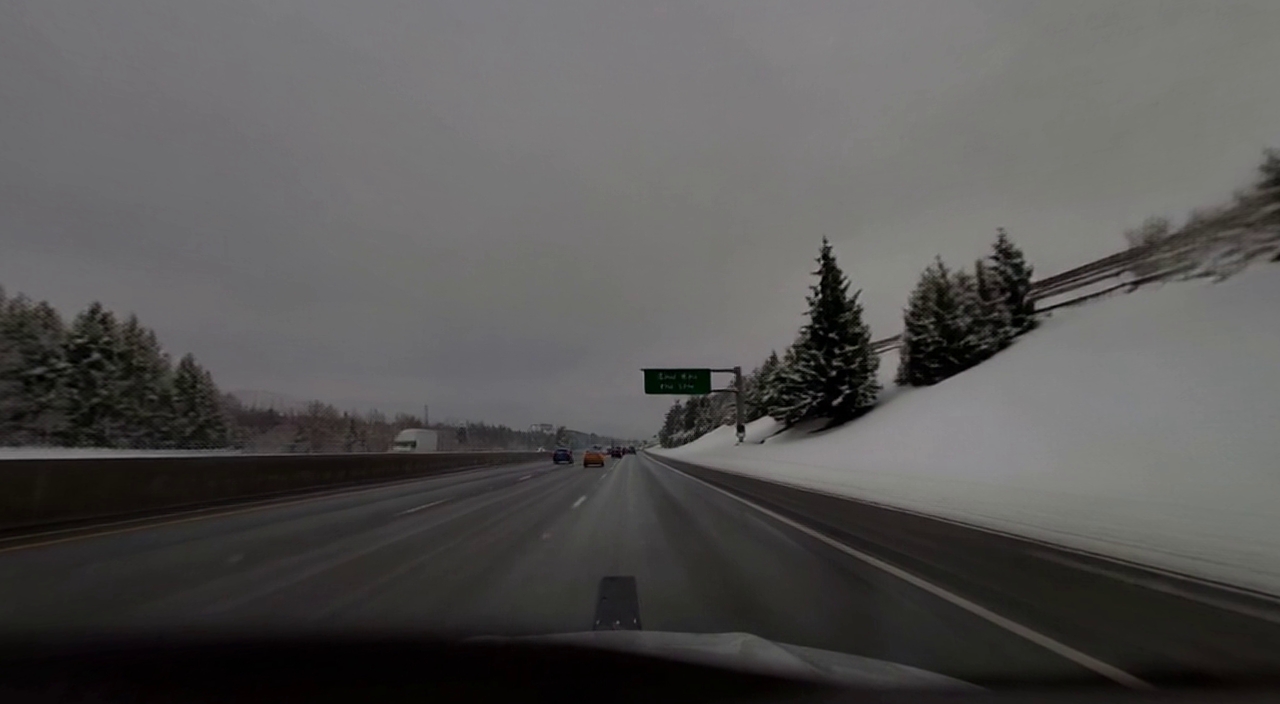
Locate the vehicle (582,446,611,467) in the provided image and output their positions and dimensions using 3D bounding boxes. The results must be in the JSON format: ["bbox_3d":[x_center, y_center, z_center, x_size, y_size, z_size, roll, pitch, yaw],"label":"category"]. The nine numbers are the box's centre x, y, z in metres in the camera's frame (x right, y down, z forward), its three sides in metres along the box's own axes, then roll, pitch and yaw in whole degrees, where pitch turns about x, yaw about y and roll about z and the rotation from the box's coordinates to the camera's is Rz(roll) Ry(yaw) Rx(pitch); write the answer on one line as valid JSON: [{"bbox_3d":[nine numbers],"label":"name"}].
[{"bbox_3d":[-3.180,7.776,46.654,1.895,1.482,3.852,0,-9,-1],"label":"vehicle"}]
